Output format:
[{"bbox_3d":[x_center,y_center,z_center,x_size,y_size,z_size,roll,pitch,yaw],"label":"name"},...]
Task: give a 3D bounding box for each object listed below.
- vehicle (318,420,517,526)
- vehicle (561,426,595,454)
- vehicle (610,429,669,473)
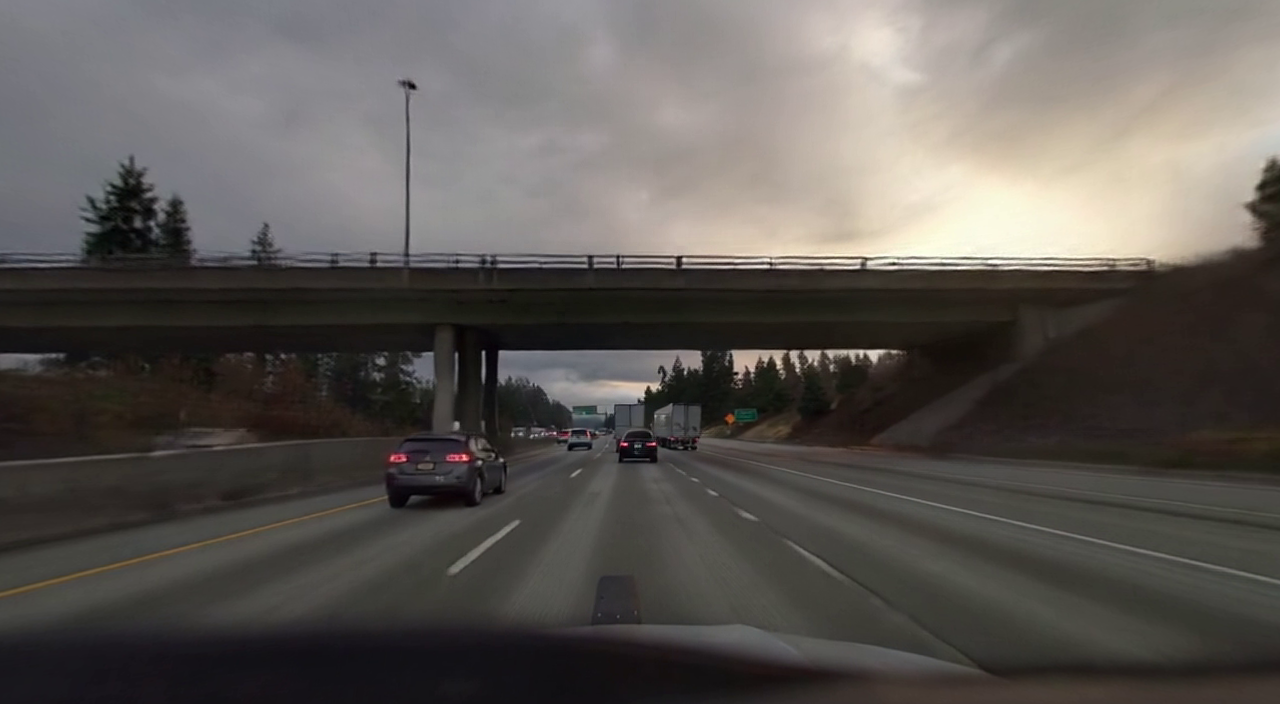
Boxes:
[{"bbox_3d":[-3.714,2.093,11.623,1.979,1.527,4.754,0,-8,0],"label":"vehicle"},{"bbox_3d":[-4.573,6.564,47.203,2.013,1.961,4.692,0,-8,0],"label":"vehicle"},{"bbox_3d":[-0.057,3.693,23.722,2.059,1.522,3.693,0,-8,-1],"label":"vehicle"}]
